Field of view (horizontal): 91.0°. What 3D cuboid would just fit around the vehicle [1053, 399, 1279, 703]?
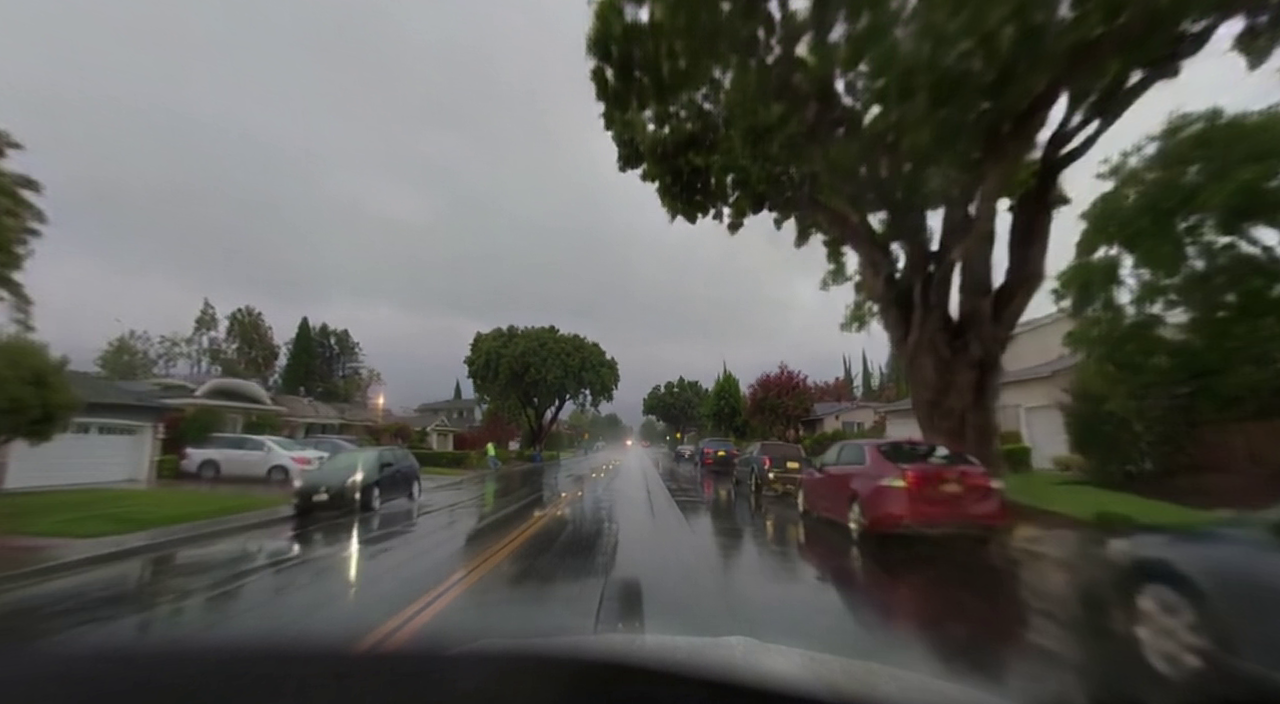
[{"bbox_3d":[3.829,0.884,2.030,1.917,1.569,4.460,0,-8,0],"label":"vehicle"}]

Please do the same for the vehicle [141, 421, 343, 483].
[{"bbox_3d":[-14.224,3.614,22.829,5.681,2.094,2.344,0,-8,0],"label":"vehicle"}]

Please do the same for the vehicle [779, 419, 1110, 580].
[{"bbox_3d":[3.734,1.904,9.201,2.157,1.639,5.297,0,-8,-1],"label":"vehicle"}]

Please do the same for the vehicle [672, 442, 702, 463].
[{"bbox_3d":[3.667,7.916,49.635,1.897,1.521,4.835,0,-8,-1],"label":"vehicle"}]

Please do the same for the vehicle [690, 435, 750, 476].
[{"bbox_3d":[3.715,4.914,30.132,2.039,1.780,4.884,0,-8,-2],"label":"vehicle"}]

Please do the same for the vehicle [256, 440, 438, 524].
[{"bbox_3d":[-6.355,2.815,14.386,1.985,1.497,4.655,-2,-8,-1],"label":"vehicle"}]
